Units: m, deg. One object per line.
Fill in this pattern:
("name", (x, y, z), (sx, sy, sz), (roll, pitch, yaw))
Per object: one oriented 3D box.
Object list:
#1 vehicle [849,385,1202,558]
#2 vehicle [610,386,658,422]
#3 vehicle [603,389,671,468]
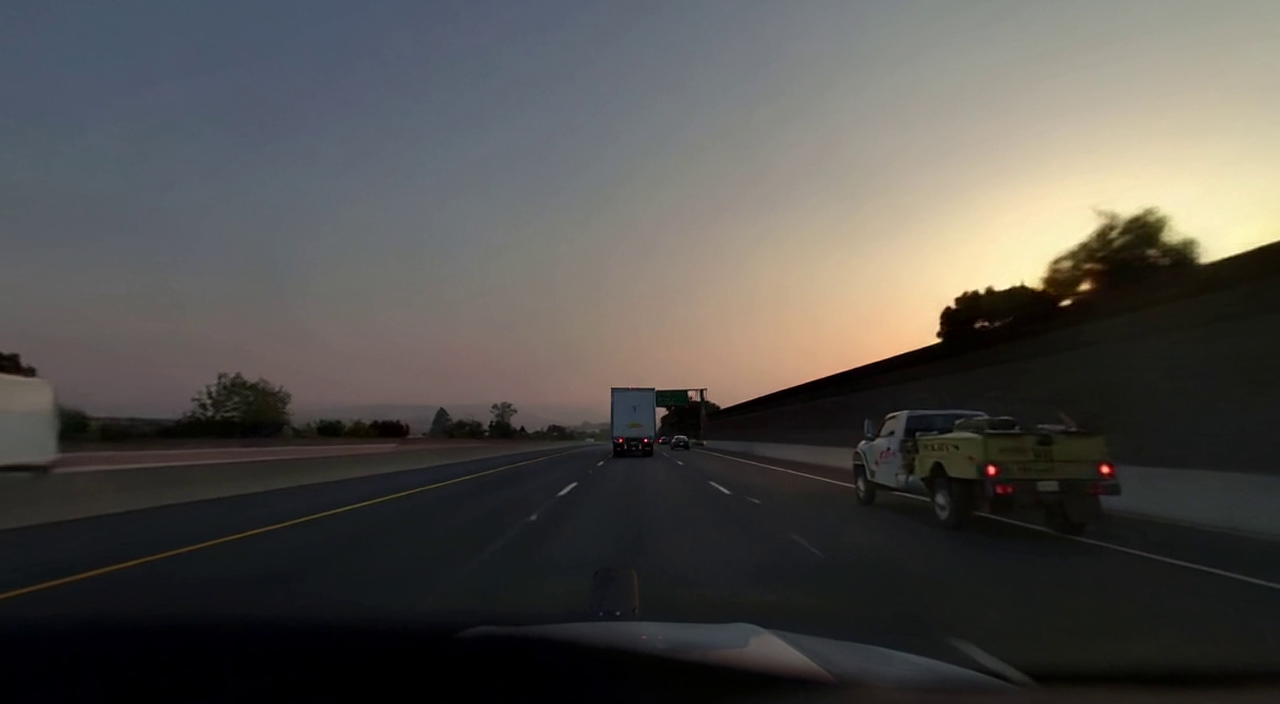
("vehicle", (4.899, 1.583, 9.087), (2.091, 1.829, 4.625), (0, -8, -1))
("vehicle", (-0.300, 2.546, 29.956), (2.112, 1.472, 4.240), (0, -8, -1))
("vehicle", (-0.363, 4.130, 34.206), (2.953, 3.406, 13.372), (1, -7, -2))
